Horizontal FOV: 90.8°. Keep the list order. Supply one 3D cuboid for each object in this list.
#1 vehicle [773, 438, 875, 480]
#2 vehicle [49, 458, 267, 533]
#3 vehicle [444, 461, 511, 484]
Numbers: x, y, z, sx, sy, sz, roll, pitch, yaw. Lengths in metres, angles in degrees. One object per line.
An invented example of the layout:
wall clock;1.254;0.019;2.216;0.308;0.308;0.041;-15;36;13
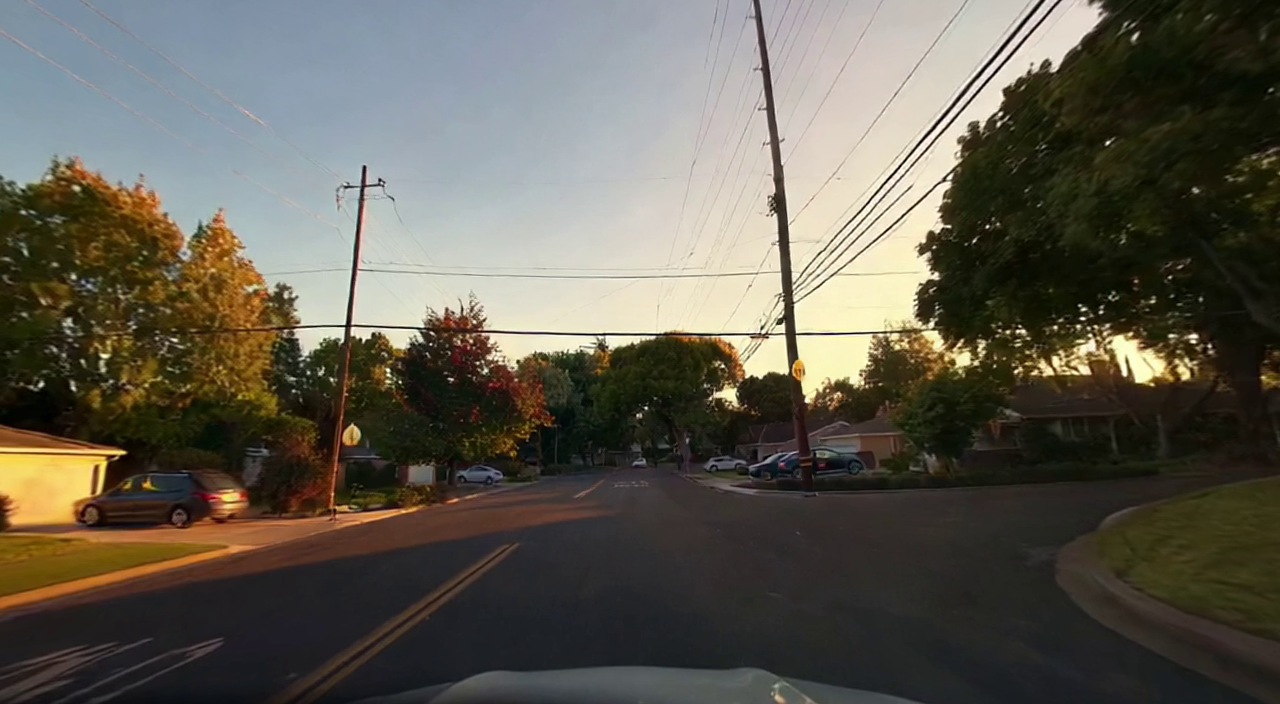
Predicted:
vehicle;9.292;5.422;32.153;4.557;2.012;1.917;0;-8;-3
vehicle;-12.917;3.833;17.163;4.245;1.821;1.918;0;-8;-1
vehicle;-11.801;8.816;46.034;4.243;1.598;2.003;0;-11;2
